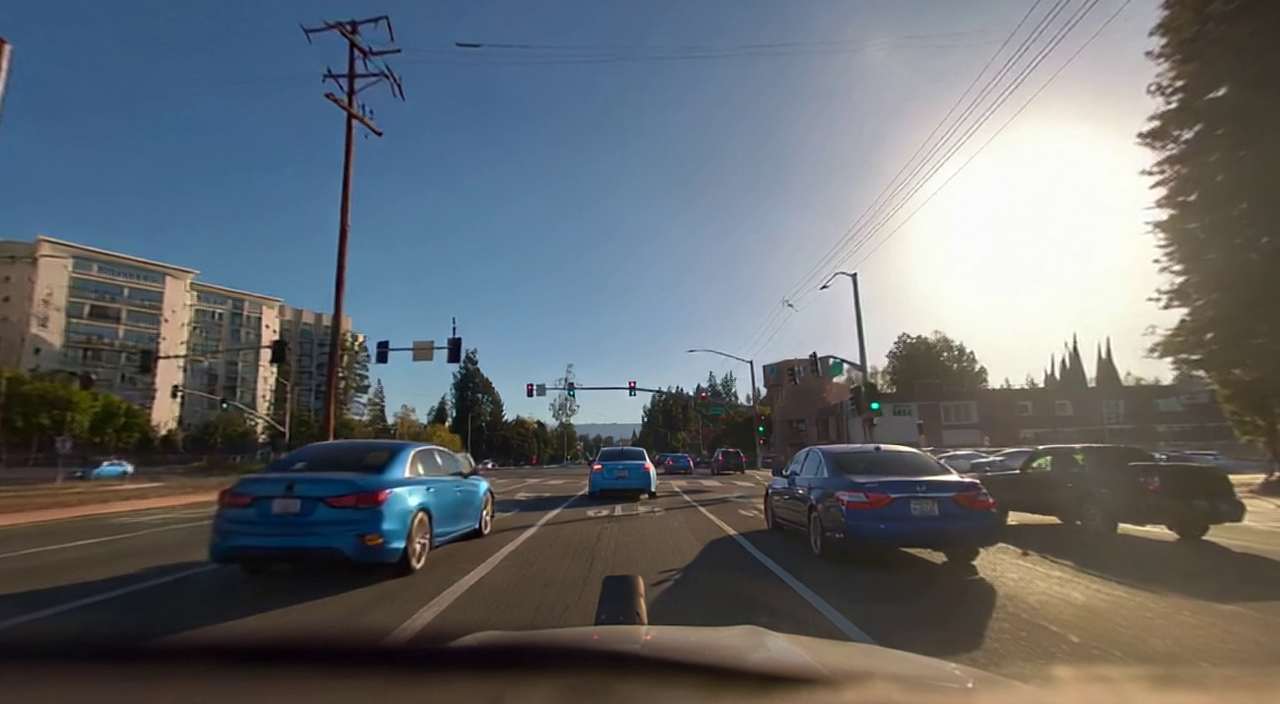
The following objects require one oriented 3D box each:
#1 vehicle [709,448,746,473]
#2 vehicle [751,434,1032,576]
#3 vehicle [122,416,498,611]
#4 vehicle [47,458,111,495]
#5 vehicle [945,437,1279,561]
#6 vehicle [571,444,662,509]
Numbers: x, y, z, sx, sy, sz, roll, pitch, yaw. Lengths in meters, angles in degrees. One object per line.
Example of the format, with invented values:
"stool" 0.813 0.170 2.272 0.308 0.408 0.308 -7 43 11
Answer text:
"vehicle" 6.776 8.427 49.413 2.113 1.789 4.622 0 -8 -2
"vehicle" 3.086 1.963 9.023 2.053 1.490 4.464 0 -8 -2
"vehicle" -3.240 1.670 7.501 2.073 1.606 4.364 0 -8 0
"vehicle" -29.840 6.585 33.727 2.004 1.689 4.585 6 -10 -36
"vehicle" 6.873 2.086 9.794 2.004 1.455 4.417 0 -8 -1
"vehicle" -0.536 3.157 16.519 2.065 1.464 4.216 0 -8 0
